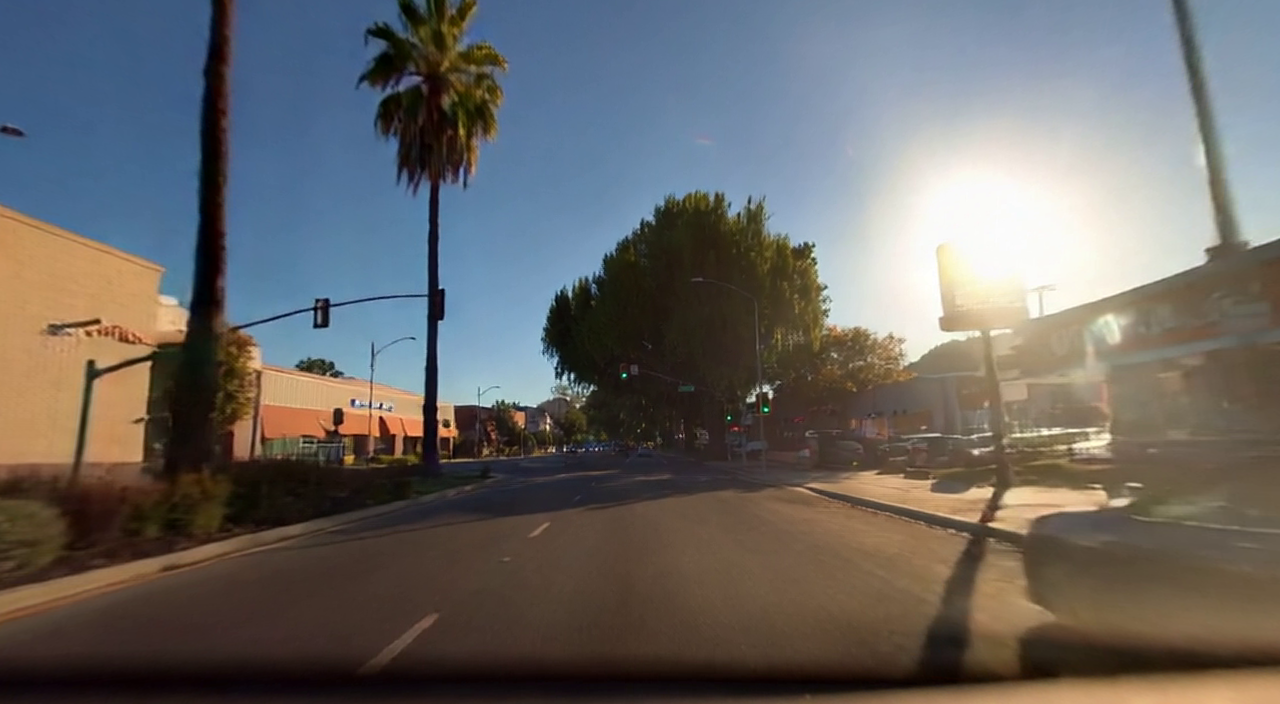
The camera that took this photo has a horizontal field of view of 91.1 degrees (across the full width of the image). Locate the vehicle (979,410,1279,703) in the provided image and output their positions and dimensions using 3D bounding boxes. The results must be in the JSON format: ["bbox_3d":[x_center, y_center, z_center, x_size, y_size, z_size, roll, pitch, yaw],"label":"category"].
[{"bbox_3d":[4.023,1.040,2.986,2.047,1.491,4.634,1,-7,-3],"label":"vehicle"}]
